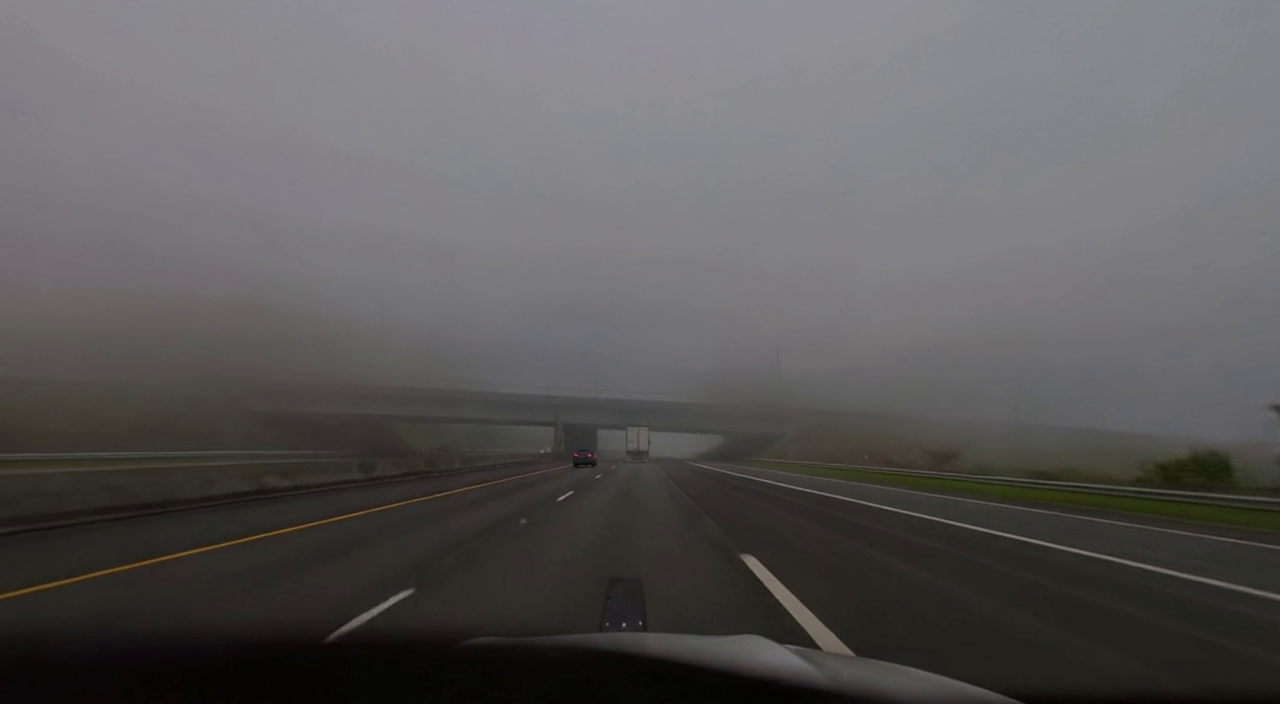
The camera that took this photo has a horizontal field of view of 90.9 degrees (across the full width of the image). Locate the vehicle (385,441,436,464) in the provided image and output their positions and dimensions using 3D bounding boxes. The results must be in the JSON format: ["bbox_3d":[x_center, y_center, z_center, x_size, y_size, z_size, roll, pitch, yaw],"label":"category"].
[{"bbox_3d":[-16.109,7.054,44.426,1.936,1.518,4.340,0,-9,0],"label":"vehicle"}]

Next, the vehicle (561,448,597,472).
[{"bbox_3d":[-4.186,7.423,43.567,2.042,1.526,4.516,0,-9,0],"label":"vehicle"}]
